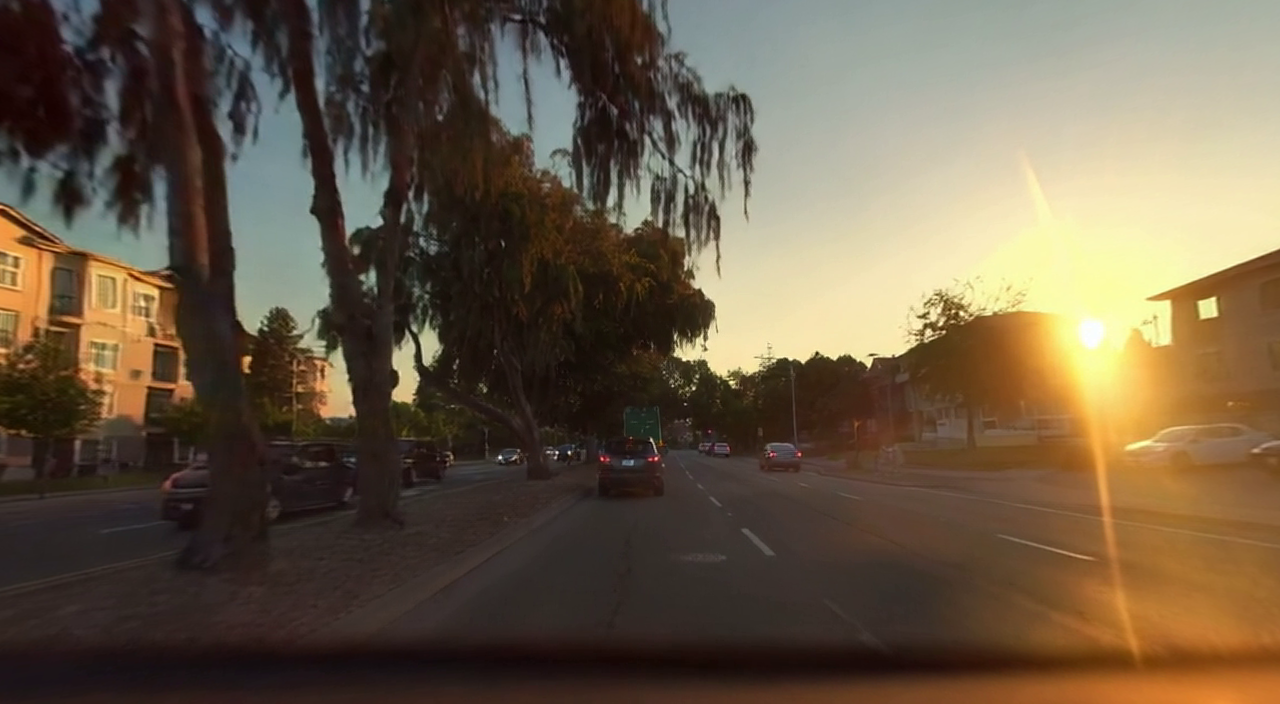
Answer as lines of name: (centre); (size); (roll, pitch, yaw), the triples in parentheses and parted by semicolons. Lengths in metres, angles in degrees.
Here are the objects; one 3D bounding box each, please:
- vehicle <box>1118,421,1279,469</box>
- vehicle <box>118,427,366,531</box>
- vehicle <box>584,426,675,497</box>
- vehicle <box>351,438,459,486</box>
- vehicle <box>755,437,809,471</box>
vehicle: (19.086, 3.111, 21.122); (4.474, 1.524, 1.893); (0, -8, 3)
vehicle: (-7.959, 2.548, 13.367); (2.119, 1.778, 4.760); (0, -8, 0)
vehicle: (-0.212, 3.139, 18.469); (2.332, 1.798, 4.546); (0, -8, 1)
vehicle: (-10.346, 4.877, 28.486); (2.238, 1.906, 6.264); (0, -8, 3)
vehicle: (7.600, 5.490, 34.161); (1.971, 1.722, 4.341); (0, -8, 1)
